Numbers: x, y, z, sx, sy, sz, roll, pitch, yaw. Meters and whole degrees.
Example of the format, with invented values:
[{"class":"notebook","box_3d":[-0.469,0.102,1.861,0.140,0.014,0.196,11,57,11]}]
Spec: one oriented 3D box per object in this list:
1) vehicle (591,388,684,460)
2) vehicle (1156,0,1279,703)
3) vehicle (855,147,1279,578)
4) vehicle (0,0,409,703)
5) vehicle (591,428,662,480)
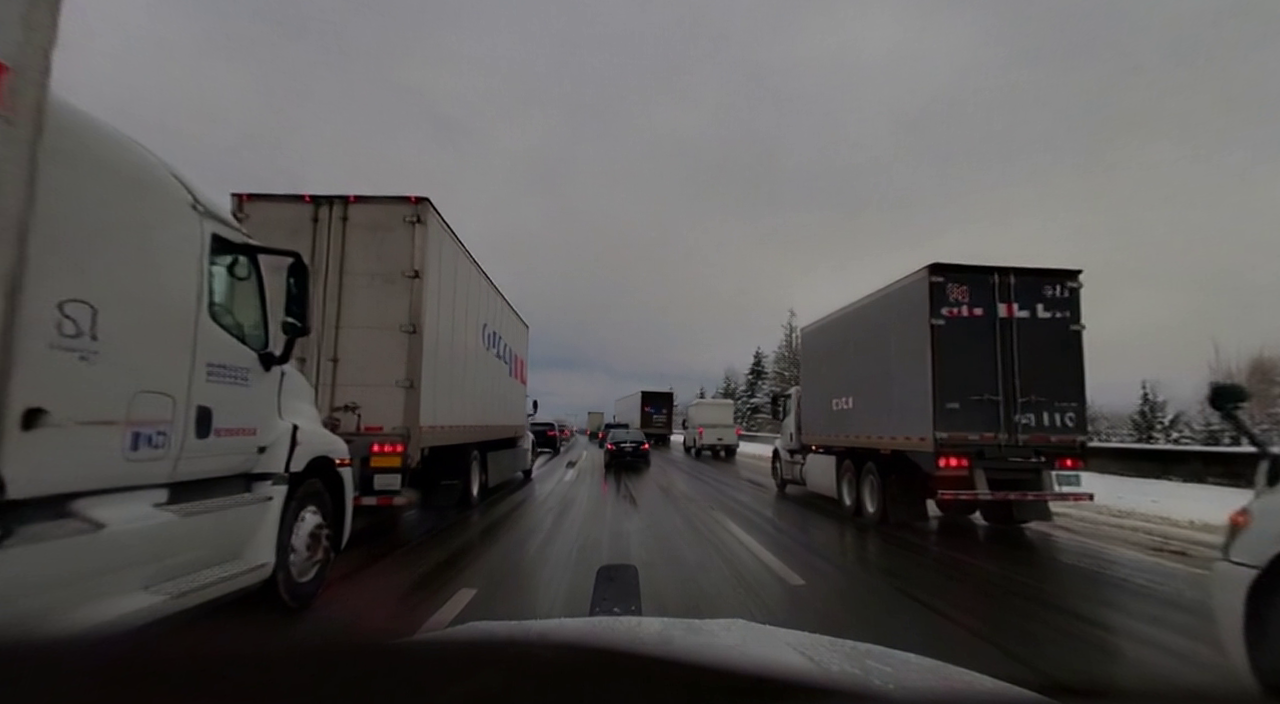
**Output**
[{"class":"vehicle","box_3d":[-0.654,5.033,43.005,2.899,4.112,13.912,2,-8,-15]},{"class":"vehicle","box_3d":[5.306,-0.570,1.091,2.992,3.986,5.841,3,-8,-21]},{"class":"vehicle","box_3d":[7.257,0.155,6.522,2.758,4.032,11.419,3,-8,-20]},{"class":"vehicle","box_3d":[-3.600,-0.404,1.598,2.822,3.788,8.799,0,-8,-1]},{"class":"vehicle","box_3d":[-0.575,3.350,21.078,2.060,1.540,4.374,1,-8,-5]}]
